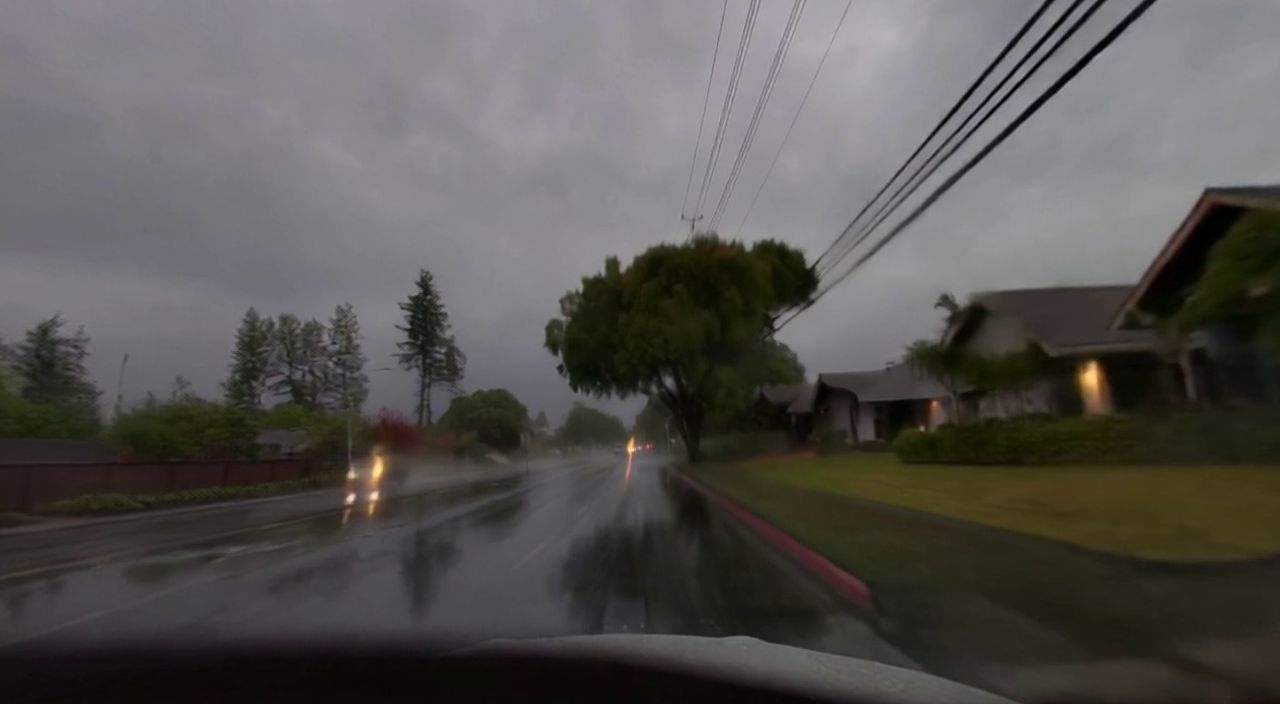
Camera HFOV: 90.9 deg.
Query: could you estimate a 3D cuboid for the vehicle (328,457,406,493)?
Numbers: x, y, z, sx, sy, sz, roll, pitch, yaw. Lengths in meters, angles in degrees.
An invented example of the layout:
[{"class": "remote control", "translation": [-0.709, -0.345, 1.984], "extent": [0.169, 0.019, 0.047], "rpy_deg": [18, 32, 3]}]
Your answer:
[{"class": "vehicle", "translation": [-14.178, 6.389, 33.071], "extent": [1.996, 1.695, 4.635], "rpy_deg": [0, -9, 0]}]
